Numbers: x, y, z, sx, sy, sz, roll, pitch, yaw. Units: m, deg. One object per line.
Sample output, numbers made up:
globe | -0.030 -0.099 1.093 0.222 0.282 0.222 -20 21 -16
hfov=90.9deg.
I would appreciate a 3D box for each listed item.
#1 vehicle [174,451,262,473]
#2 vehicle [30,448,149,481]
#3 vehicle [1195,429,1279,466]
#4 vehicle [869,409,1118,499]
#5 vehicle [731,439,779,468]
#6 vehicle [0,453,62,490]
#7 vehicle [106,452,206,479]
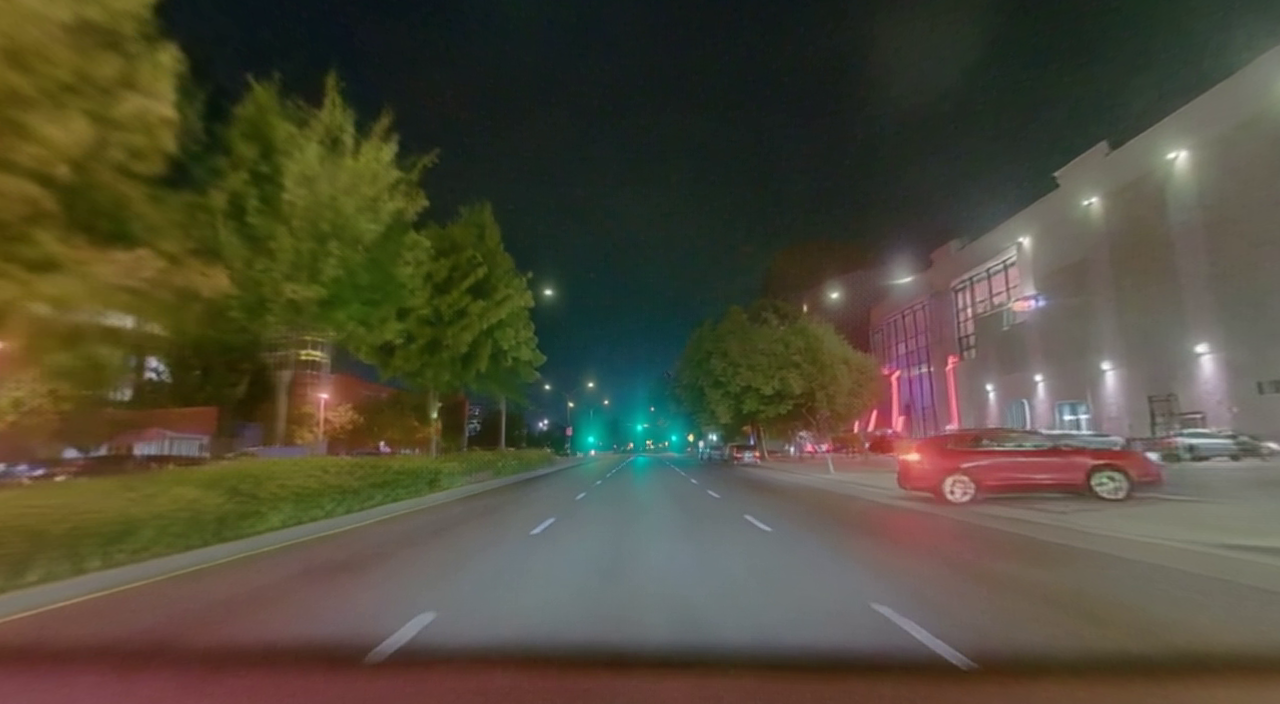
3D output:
vehicle | -32.646 8.516 48.837 5.238 1.618 2.263 -1 -8 1
vehicle | -32.661 6.686 37.512 4.923 1.843 2.179 0 -9 0
vehicle | 29.660 4.528 30.019 4.342 1.713 2.036 -1 -8 2
vehicle | 9.058 2.715 16.883 5.329 2.114 2.325 -3 -9 18
vehicle | 7.215 6.437 40.187 2.084 1.736 4.754 0 -8 -1
vehicle | -38.811 7.359 38.979 1.904 2.047 4.395 0 -8 -2
vehicle | -33.091 7.750 43.177 4.993 1.742 2.124 0 -8 0
